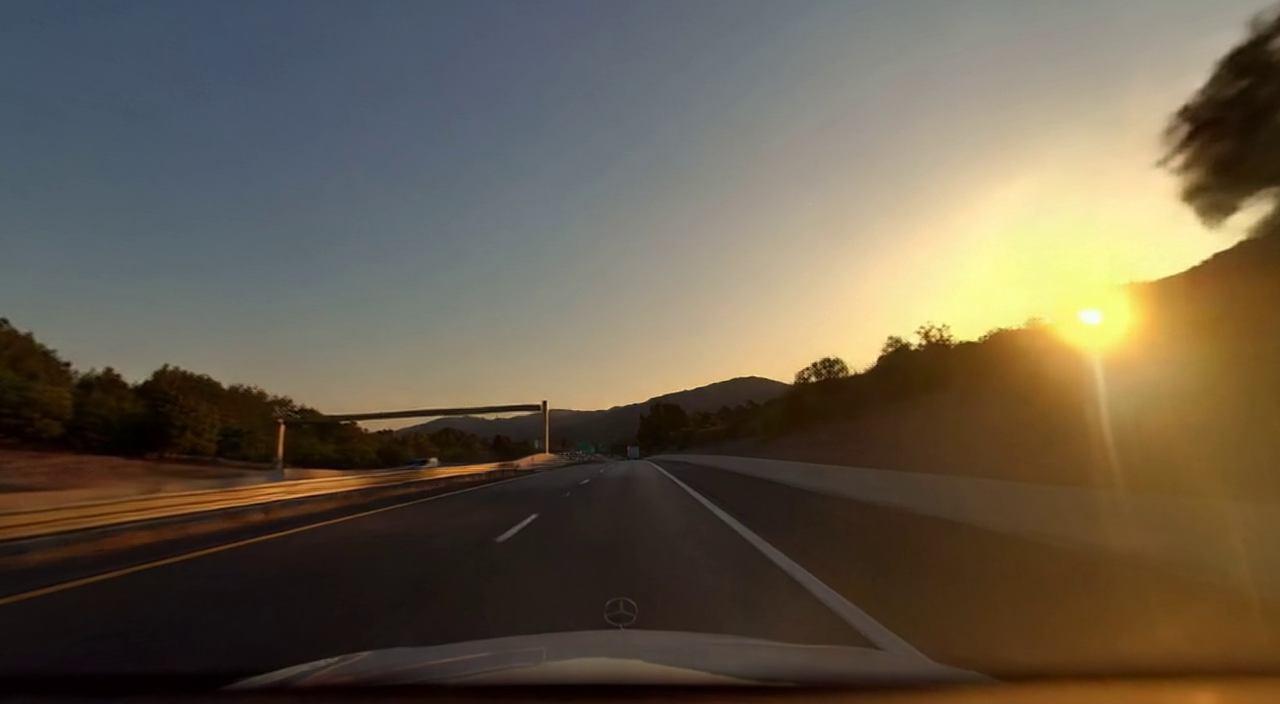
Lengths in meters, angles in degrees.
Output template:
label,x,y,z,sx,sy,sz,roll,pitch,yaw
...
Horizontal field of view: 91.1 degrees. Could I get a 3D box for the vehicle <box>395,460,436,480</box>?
label,x,y,z,sx,sy,sz,roll,pitch,yaw
vehicle,-16.960,8.899,47.628,1.702,1.387,3.727,-1,-9,0
